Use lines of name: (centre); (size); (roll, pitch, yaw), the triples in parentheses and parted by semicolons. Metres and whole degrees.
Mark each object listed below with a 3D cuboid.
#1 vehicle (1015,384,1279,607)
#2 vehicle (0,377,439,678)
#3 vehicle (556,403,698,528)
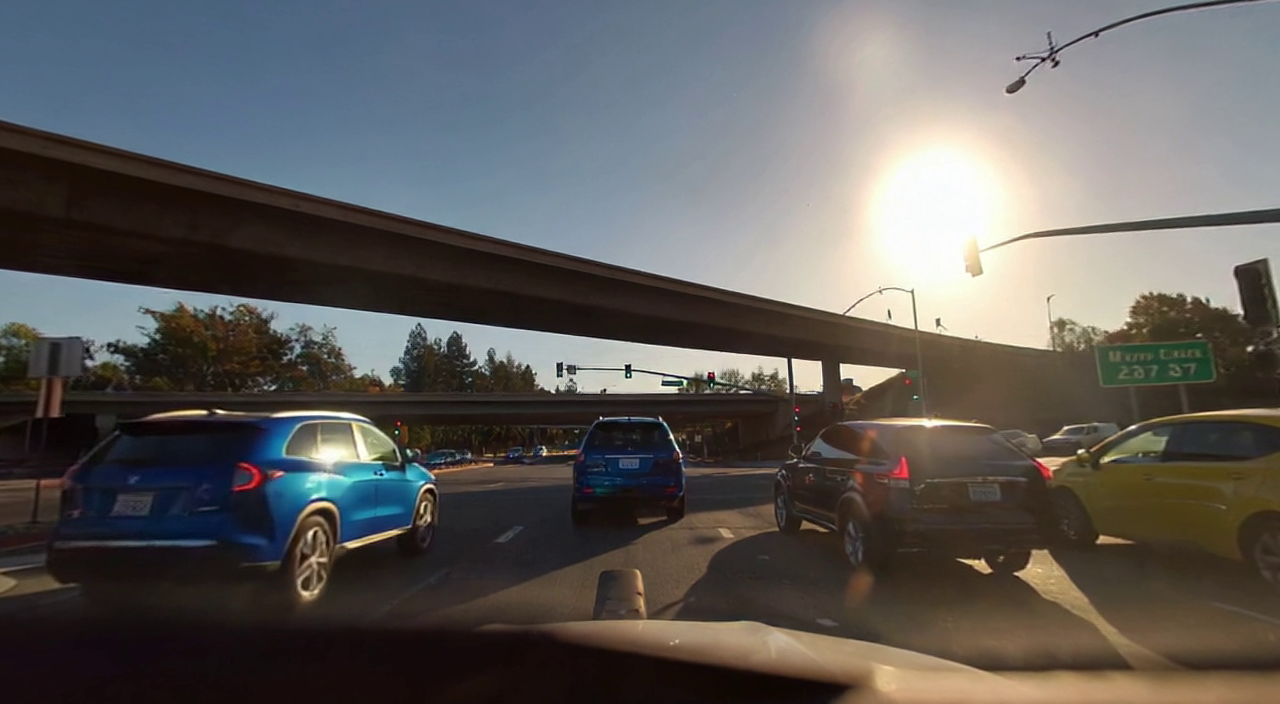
vehicle: (6.208, 1.354, 6.456); (2.074, 1.785, 4.320); (0, -8, 0)
vehicle: (-3.770, 1.378, 6.150); (2.060, 1.768, 4.681); (0, -8, 0)
vehicle: (-0.279, 2.212, 12.815); (2.342, 2.026, 4.642); (0, -8, -2)
